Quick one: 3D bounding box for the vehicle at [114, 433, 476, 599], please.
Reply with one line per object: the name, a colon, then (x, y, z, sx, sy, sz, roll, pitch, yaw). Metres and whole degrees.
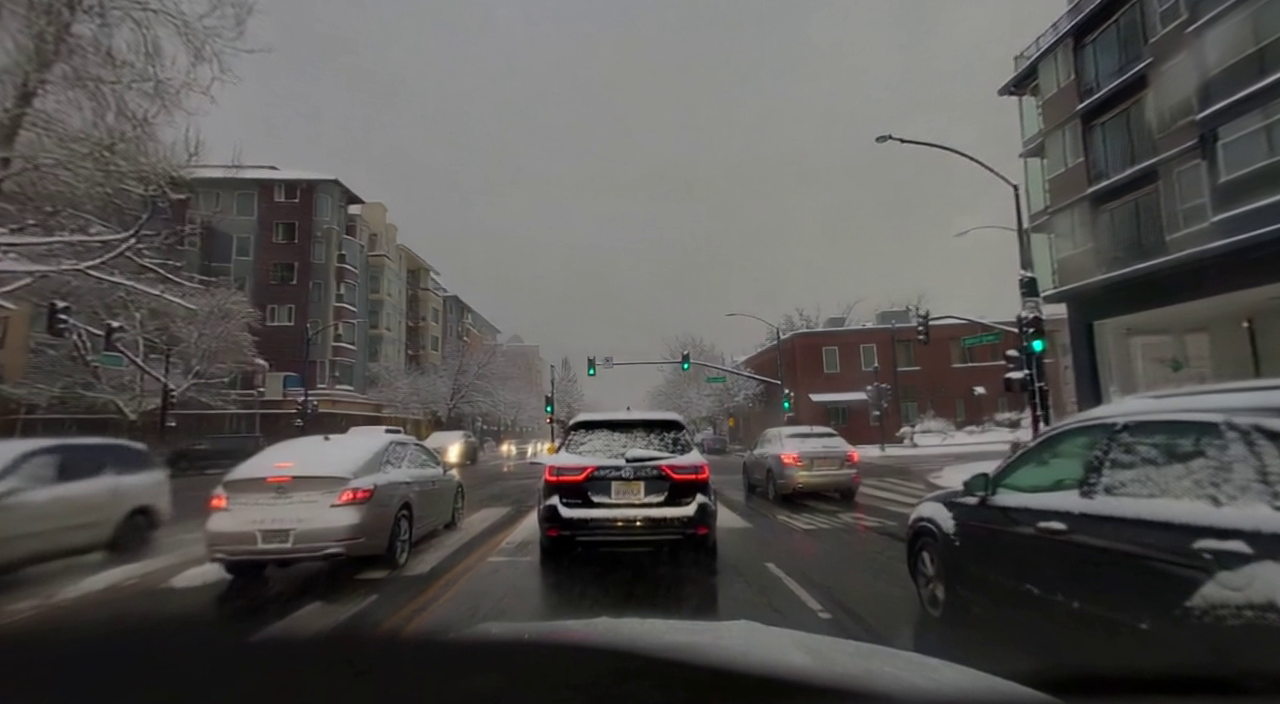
vehicle: (-3.780, 1.845, 8.208, 2.055, 1.488, 4.733, 0, -8, 0)

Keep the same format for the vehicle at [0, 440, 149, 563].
vehicle: (-8.810, 1.874, 8.012, 1.927, 1.489, 4.084, 0, -8, -2)

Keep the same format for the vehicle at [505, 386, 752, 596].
vehicle: (-0.123, 1.620, 8.399, 2.206, 1.858, 5.332, 0, -8, 0)

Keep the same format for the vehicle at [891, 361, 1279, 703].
vehicle: (3.177, 1.006, 3.374, 1.906, 1.608, 4.137, 0, -8, -1)
